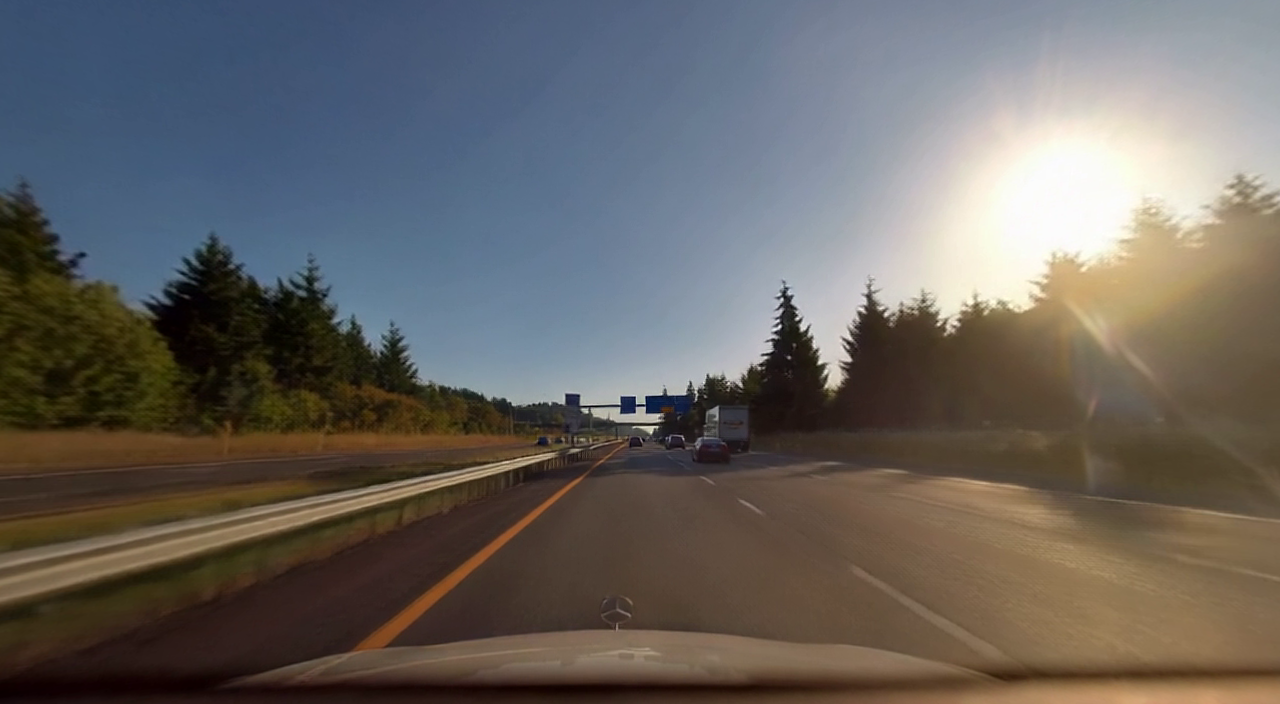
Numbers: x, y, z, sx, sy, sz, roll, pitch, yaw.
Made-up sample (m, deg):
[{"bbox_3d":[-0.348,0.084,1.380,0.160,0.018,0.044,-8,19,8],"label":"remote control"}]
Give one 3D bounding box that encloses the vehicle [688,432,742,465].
[{"bbox_3d":[3.734,4.869,32.032,1.986,1.501,4.529,0,-8,-2],"label":"vehicle"}]
